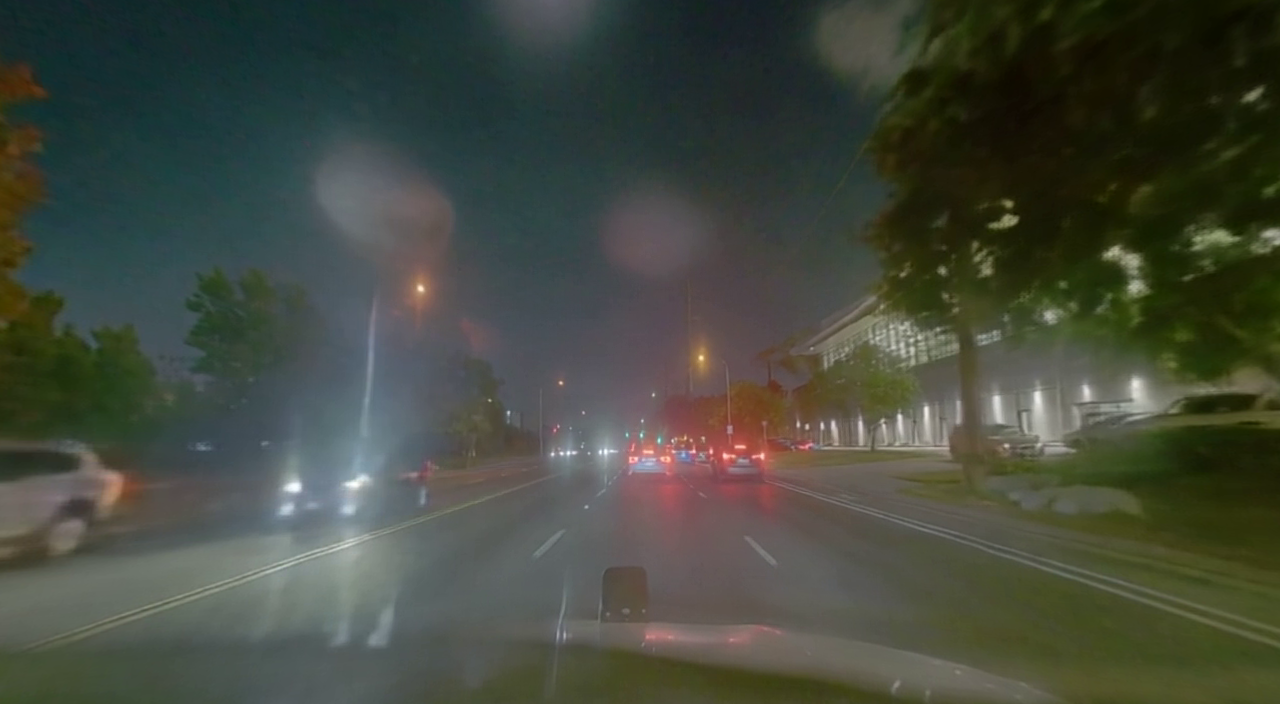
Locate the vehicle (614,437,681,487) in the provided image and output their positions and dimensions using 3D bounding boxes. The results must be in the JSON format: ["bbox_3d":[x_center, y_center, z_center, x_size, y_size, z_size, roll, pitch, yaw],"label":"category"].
[{"bbox_3d":[0.282,3.955,22.967,2.200,1.653,4.127,0,-8,1],"label":"vehicle"}]

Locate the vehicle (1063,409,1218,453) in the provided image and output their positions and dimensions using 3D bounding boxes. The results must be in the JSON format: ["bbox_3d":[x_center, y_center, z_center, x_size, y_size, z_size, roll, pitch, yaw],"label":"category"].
[{"bbox_3d":[20.750,3.392,26.433,1.943,1.617,4.713,3,-10,-17],"label":"vehicle"}]

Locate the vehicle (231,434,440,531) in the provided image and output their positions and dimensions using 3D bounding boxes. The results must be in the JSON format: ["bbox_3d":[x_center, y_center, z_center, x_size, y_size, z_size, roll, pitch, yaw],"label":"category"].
[{"bbox_3d":[-6.150,2.663,13.539,2.187,1.711,4.505,0,-8,1],"label":"vehicle"}]

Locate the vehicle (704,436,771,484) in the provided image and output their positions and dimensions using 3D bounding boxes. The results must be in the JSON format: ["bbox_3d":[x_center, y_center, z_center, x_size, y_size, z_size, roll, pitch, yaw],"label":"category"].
[{"bbox_3d":[3.691,4.149,24.565,1.914,1.698,4.049,0,-8,0],"label":"vehicle"}]

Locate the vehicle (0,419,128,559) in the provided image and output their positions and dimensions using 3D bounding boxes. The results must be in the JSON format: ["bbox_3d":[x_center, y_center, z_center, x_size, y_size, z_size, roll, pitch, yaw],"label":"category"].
[{"bbox_3d":[-9.539,1.804,7.924,2.109,1.826,4.704,-4,-9,3],"label":"vehicle"}]
